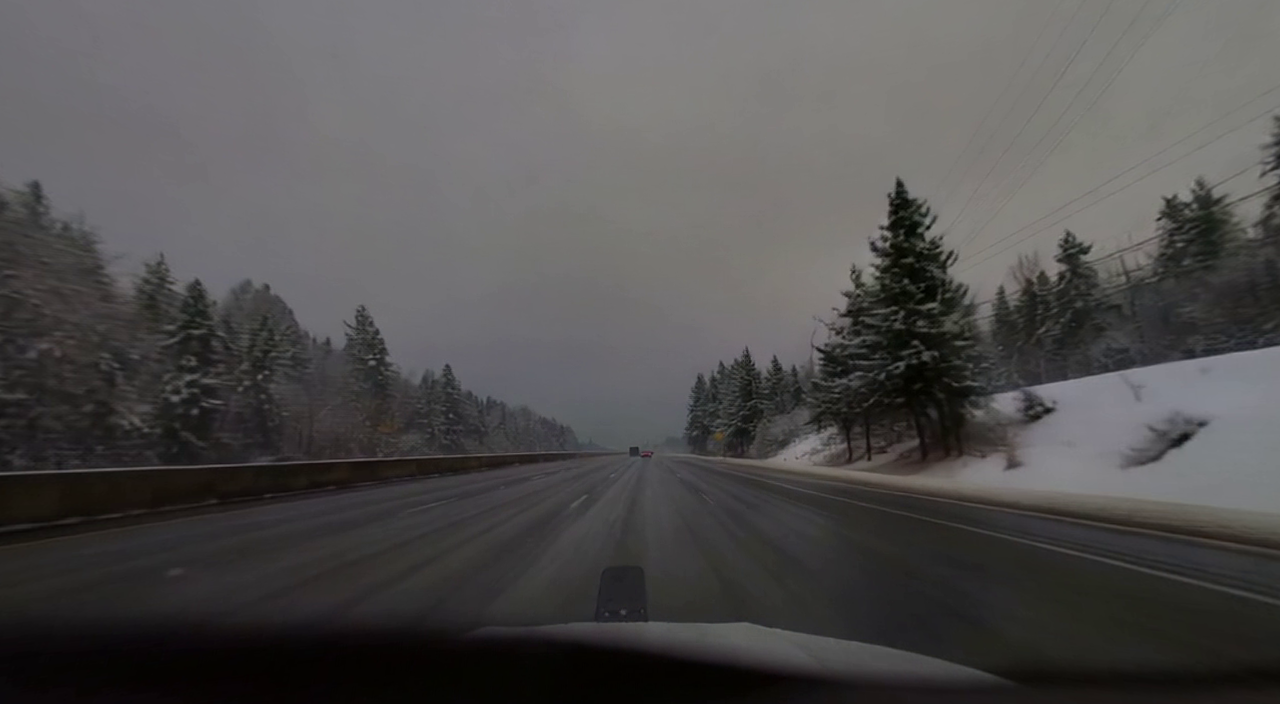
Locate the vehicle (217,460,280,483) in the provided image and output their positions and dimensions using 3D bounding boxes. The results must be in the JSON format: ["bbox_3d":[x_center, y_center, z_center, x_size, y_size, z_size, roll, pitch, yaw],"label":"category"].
[{"bbox_3d":[-27.740,8.449,44.808,1.687,1.391,4.192,0,-8,2],"label":"vehicle"}]
